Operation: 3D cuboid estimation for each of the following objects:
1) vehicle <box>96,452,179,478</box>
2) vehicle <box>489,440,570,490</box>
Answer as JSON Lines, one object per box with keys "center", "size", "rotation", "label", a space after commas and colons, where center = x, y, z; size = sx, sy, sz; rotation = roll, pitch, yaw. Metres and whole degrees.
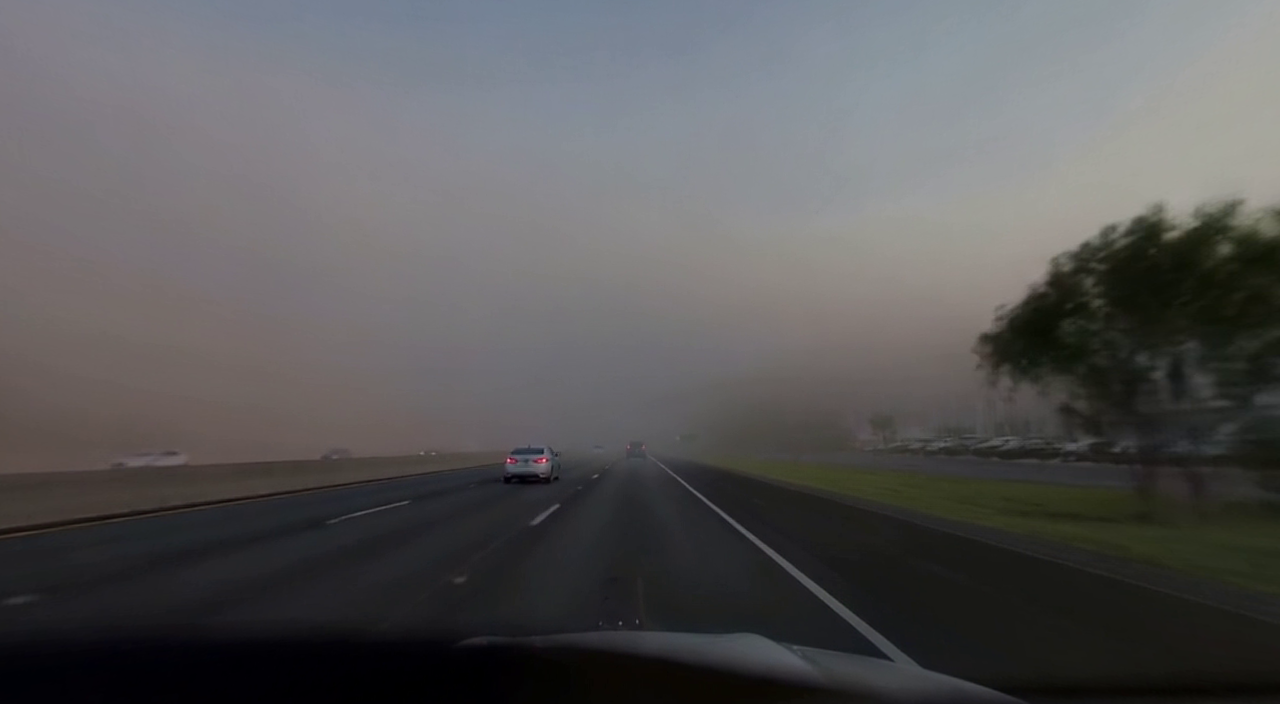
{"center": [-31.743, 7.140, 40.067], "size": [1.782, 1.470, 4.149], "rotation": [0, -9, 0], "label": "vehicle"}
{"center": [-3.536, 3.695, 20.948], "size": [1.920, 1.463, 4.134], "rotation": [0, -9, 0], "label": "vehicle"}
